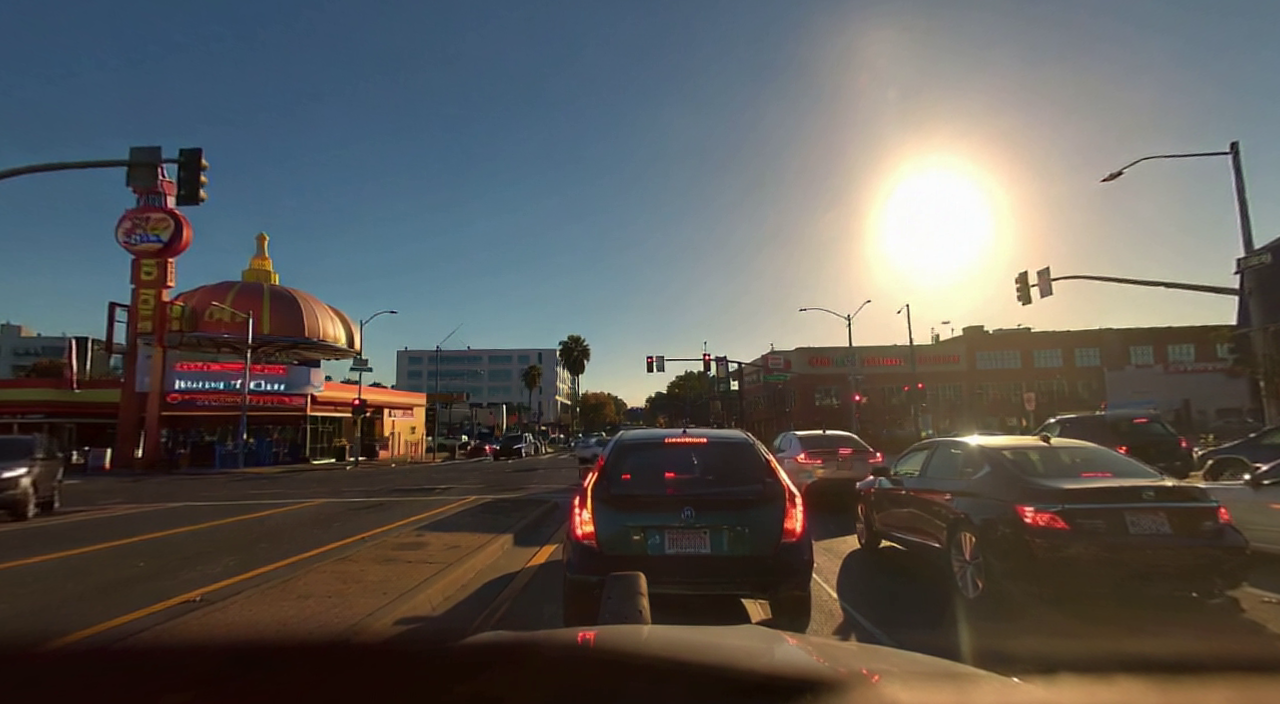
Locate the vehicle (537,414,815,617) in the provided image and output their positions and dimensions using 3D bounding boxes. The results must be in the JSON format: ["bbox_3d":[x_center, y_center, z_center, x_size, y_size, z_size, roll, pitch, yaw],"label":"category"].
[{"bbox_3d":[0.214,1.507,6.731,2.073,1.496,3.892,0,-8,-2],"label":"vehicle"}]

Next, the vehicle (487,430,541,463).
[{"bbox_3d":[-8.811,6.715,44.663,2.710,2.022,5.889,-2,-9,-1],"label":"vehicle"}]

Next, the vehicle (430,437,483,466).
[{"bbox_3d":[-12.117,6.584,41.907,2.122,1.829,4.559,0,-8,0],"label":"vehicle"}]

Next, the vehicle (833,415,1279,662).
[{"bbox_3d":[3.522,1.460,6.122,1.883,1.480,4.489,0,-8,0],"label":"vehicle"}]

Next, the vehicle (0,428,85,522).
[{"bbox_3d":[-13.977,2.631,13.940,2.203,1.783,4.841,6,-10,-38],"label":"vehicle"}]
